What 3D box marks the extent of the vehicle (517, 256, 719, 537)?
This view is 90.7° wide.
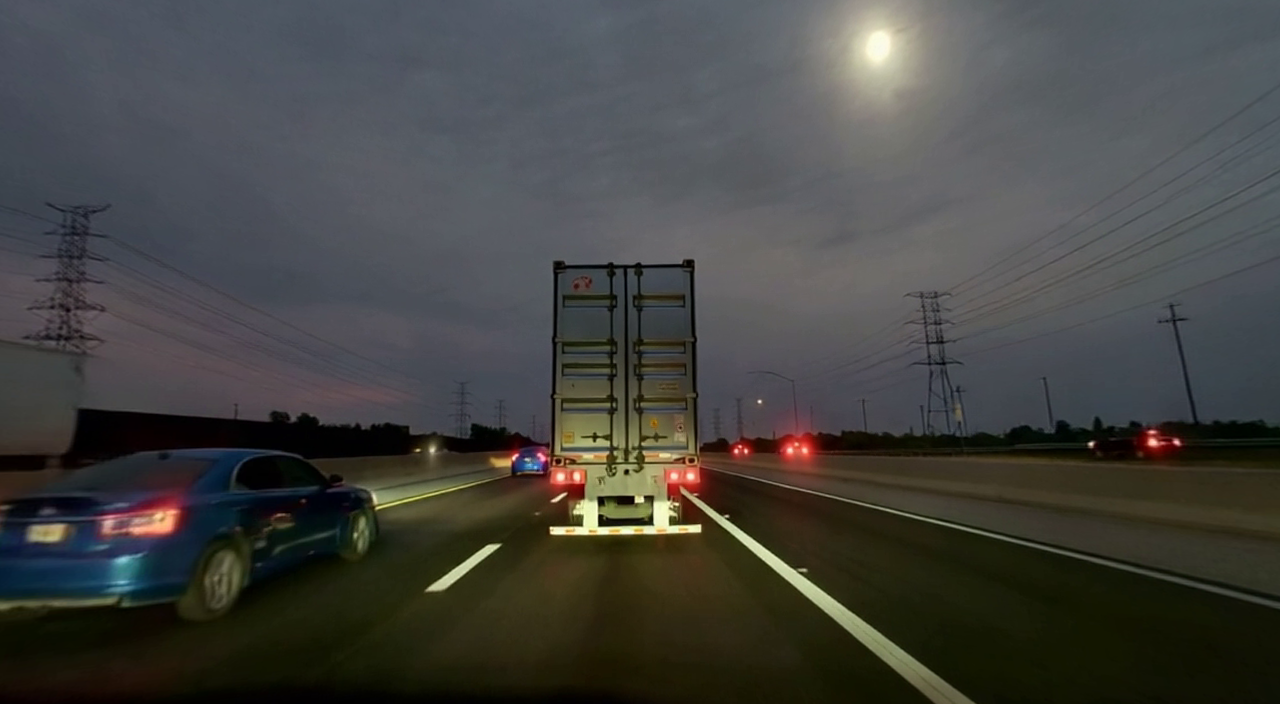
[{"bbox_3d":[-0.283,1.473,15.168,2.841,4.071,12.046,0,-9,0],"label":"vehicle"}]

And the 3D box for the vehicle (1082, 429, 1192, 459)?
[{"bbox_3d":[28.924,5.392,36.970,1.932,1.594,4.579,6,-11,-38],"label":"vehicle"}]

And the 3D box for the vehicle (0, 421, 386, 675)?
[{"bbox_3d":[-4.192,1.485,5.914,1.912,1.485,4.218,0,-9,-1],"label":"vehicle"}]
